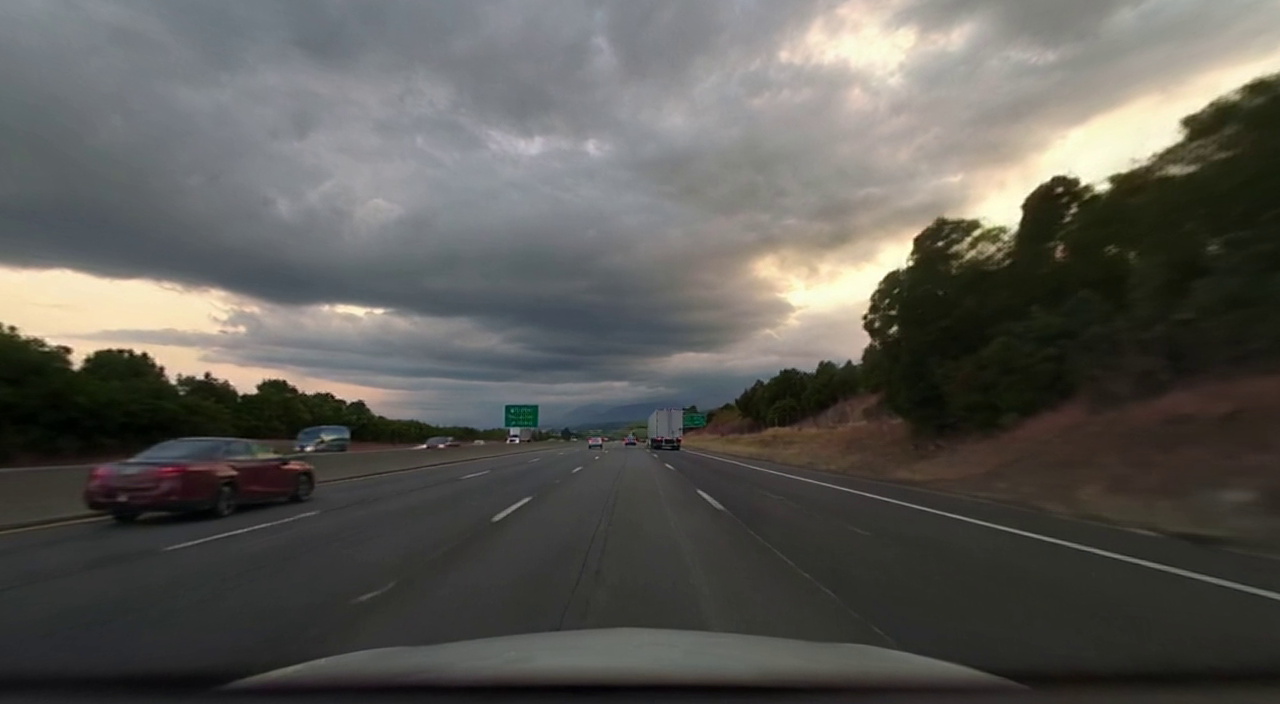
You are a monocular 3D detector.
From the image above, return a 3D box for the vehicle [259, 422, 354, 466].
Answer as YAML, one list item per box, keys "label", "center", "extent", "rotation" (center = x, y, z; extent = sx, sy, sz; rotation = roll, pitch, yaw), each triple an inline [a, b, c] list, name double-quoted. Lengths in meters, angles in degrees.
- label: "vehicle"
  center: [-23.752, 6.579, 45.416]
  extent: [2.828, 2.928, 7.178]
  rotation: [0, -8, 1]

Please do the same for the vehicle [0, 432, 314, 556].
- label: "vehicle"
  center: [-7.155, 1.987, 9.732]
  extent: [2.018, 1.454, 4.290]
  rotation: [0, -8, -1]
